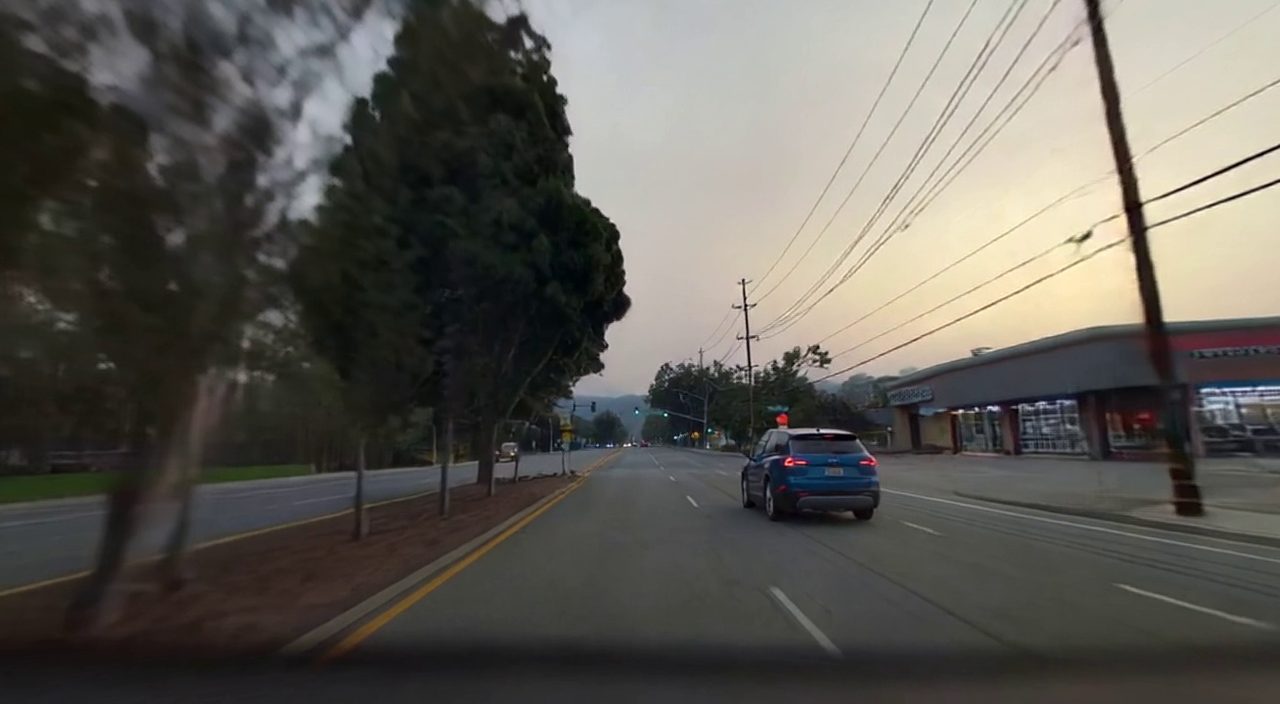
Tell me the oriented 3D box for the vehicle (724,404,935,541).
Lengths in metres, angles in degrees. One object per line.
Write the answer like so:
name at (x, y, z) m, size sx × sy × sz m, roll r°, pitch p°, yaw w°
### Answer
vehicle at (2.869, 1.971, 10.924) m, size 2.060 × 1.820 × 4.713 m, roll 0°, pitch -9°, yaw -1°
